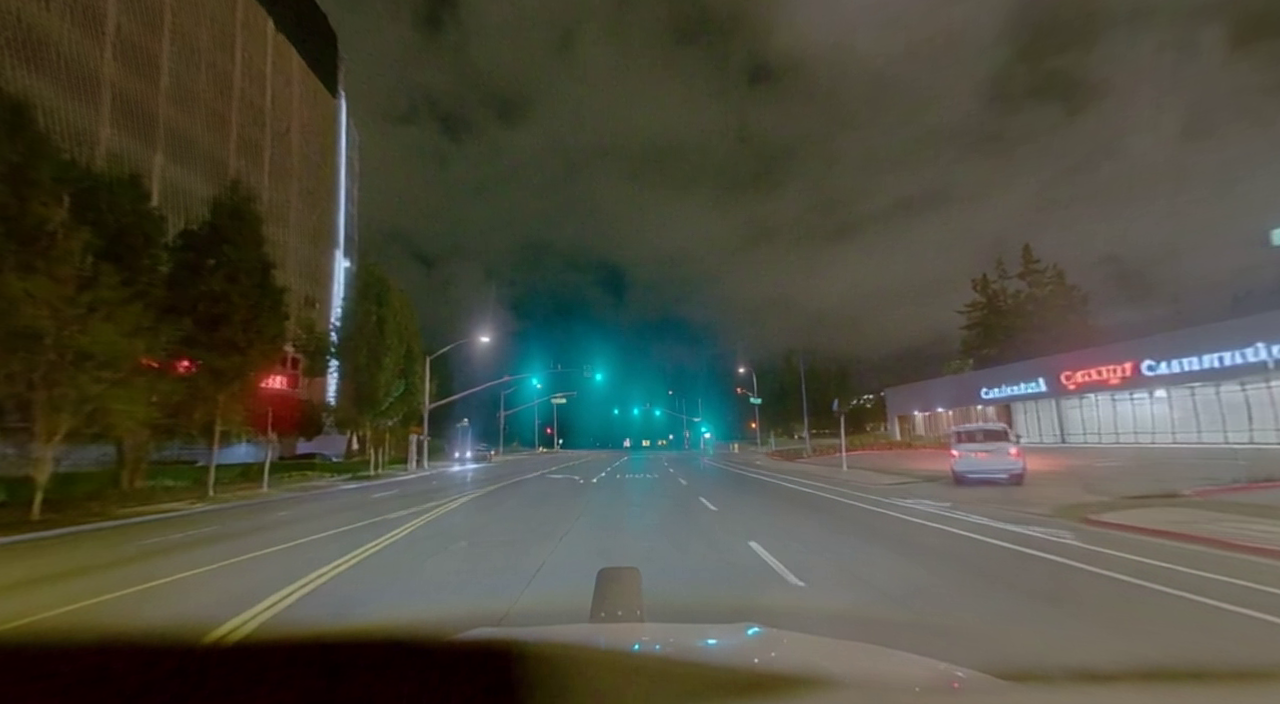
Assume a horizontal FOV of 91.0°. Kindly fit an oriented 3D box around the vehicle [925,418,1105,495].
[{"bbox_3d":[10.210,2.793,17.097,4.635,1.821,2.087,5,-10,-30],"label":"vehicle"}]
